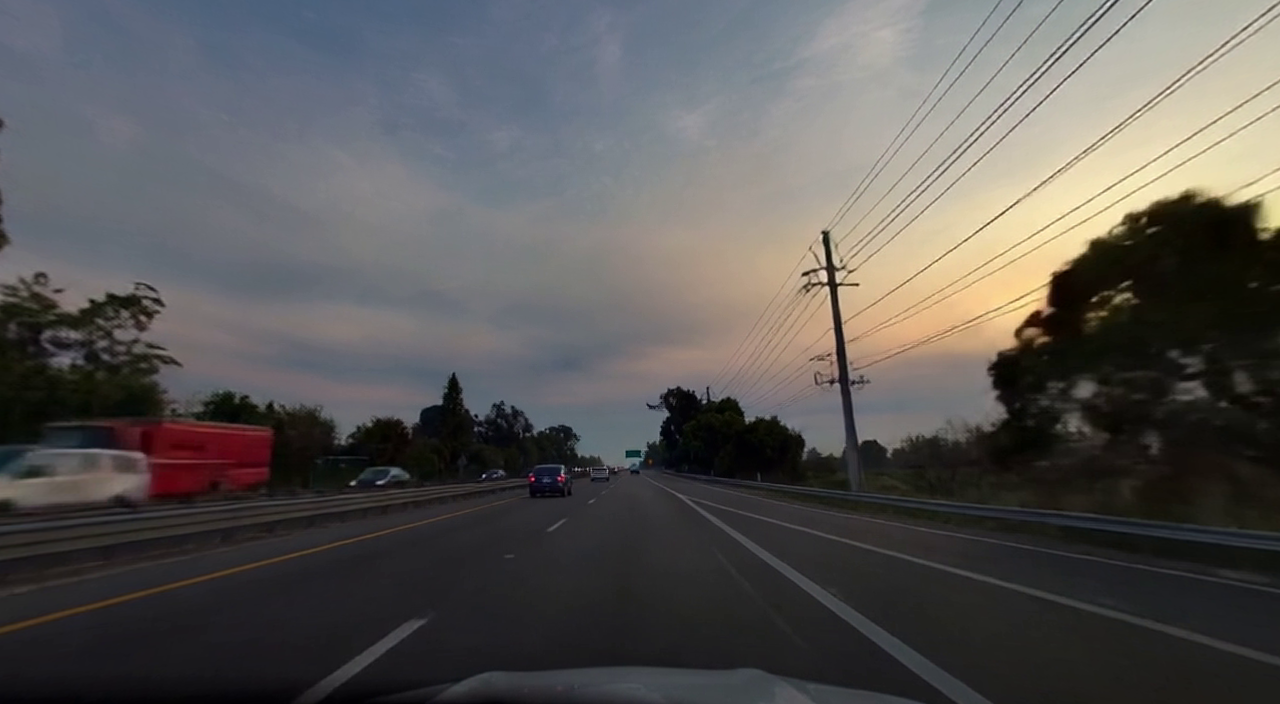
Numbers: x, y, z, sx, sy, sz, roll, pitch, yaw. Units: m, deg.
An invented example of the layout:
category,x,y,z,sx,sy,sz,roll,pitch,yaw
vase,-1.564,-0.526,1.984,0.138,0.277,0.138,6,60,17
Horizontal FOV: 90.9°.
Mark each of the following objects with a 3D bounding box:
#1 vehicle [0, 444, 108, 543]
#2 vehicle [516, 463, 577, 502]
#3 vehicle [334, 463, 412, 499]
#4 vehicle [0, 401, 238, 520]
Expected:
category,x,y,z,sx,sy,sz,roll,pitch,yaw
vehicle,-12.717,2.528,11.263,1.995,1.788,4.925,1,-11,0
vehicle,-3.933,5.591,27.237,1.963,1.501,4.227,1,-11,0
vehicle,-12.178,5.911,28.971,1.881,1.497,3.811,1,-11,0
vehicle,-17.512,3.664,21.159,2.548,3.168,8.075,1,-11,0
